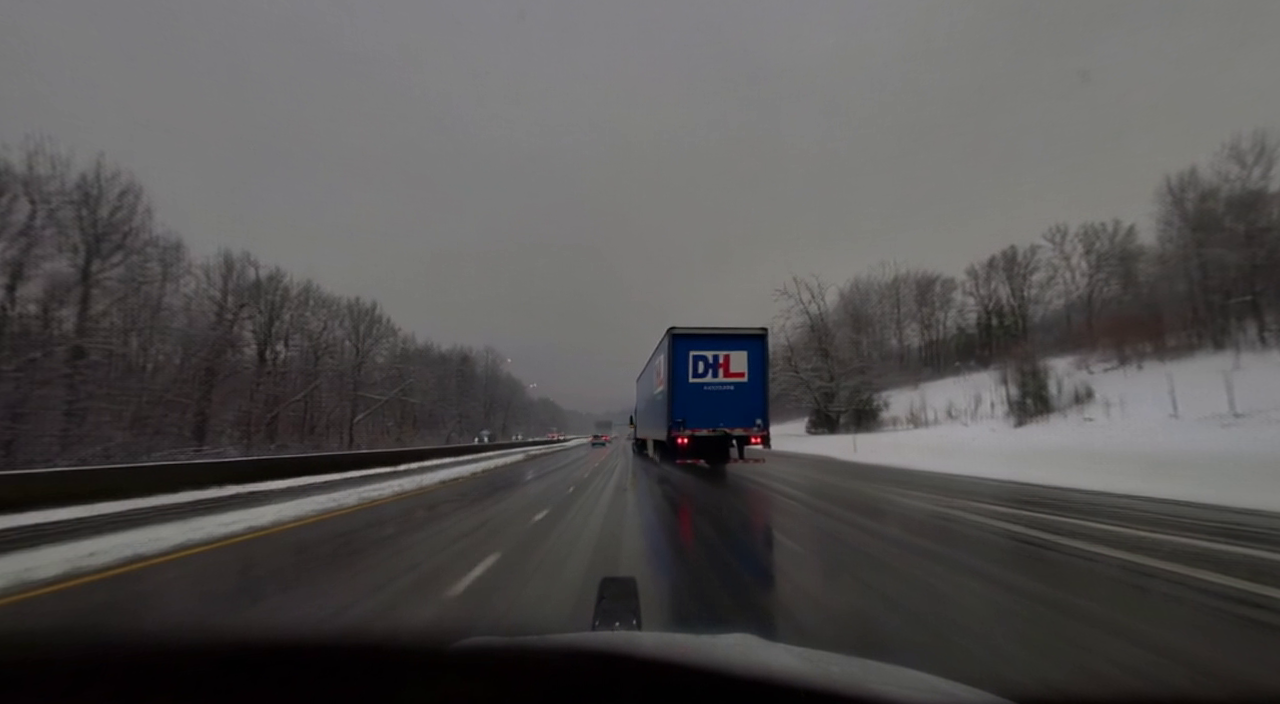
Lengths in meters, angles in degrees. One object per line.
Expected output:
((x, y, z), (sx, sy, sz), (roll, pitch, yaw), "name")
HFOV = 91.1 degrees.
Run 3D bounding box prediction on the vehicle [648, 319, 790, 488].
((2.013, 1.852, 20.203), (3.011, 4.211, 8.926), (0, -8, -2), "vehicle")
